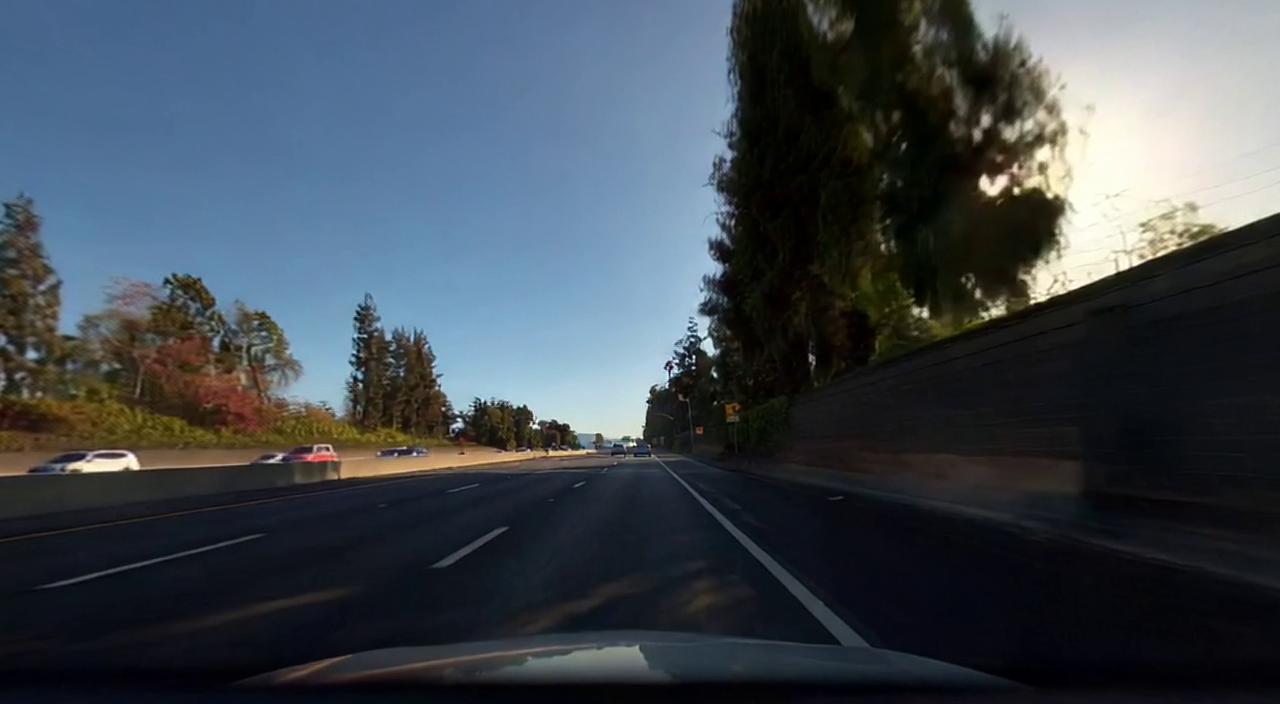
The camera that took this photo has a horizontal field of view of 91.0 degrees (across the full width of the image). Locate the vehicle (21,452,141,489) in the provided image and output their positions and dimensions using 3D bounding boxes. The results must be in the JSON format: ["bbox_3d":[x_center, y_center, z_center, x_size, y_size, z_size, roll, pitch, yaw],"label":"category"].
[{"bbox_3d":[-29.686,6.294,33.684,2.028,1.778,4.691,0,-9,1],"label":"vehicle"}]

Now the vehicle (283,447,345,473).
[{"bbox_3d":[-25.532,8.453,49.514,2.065,1.887,5.084,0,-9,1],"label":"vehicle"}]
